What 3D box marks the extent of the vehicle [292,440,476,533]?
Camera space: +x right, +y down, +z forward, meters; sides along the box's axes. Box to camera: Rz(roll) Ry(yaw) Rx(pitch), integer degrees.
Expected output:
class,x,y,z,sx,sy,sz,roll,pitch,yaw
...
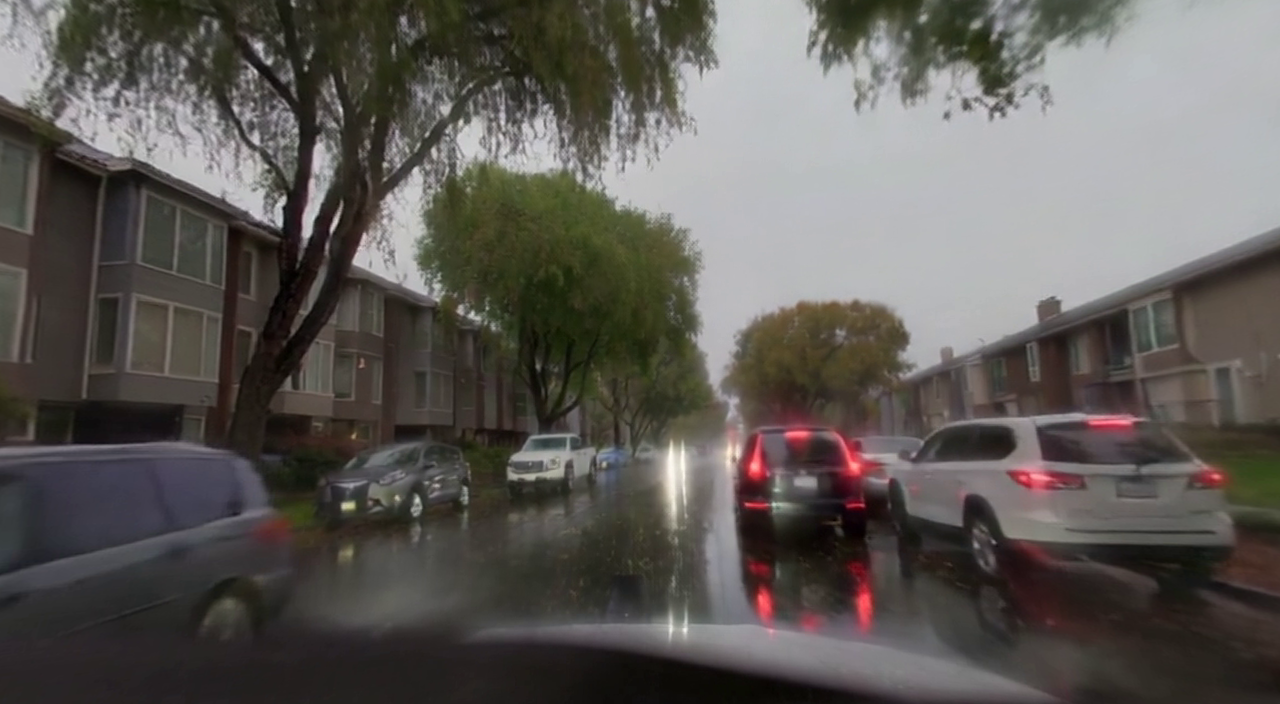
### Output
class,x,y,z,sx,sy,sz,roll,pitch,yaw
vehicle,-5.637,2.980,14.685,2.002,1.774,4.568,-1,-9,6

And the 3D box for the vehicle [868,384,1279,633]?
class,x,y,z,sx,sy,sz,roll,pitch,yaw
vehicle,4.479,1.524,7.276,2.082,1.799,5.207,-1,-8,4

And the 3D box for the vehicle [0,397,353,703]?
class,x,y,z,sx,sy,sz,roll,pitch,yaw
vehicle,-3.712,1.130,3.248,2.018,1.691,3.995,-2,-9,11

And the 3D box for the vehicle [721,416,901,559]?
class,x,y,z,sx,sy,sz,roll,pitch,yaw
vehicle,2.403,2.035,10.339,2.055,1.717,5.172,-1,-9,7

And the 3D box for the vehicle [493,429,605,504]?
class,x,y,z,sx,sy,sz,roll,pitch,yaw
vehicle,-2.664,3.542,19.971,2.197,2.047,4.985,-1,-9,8
